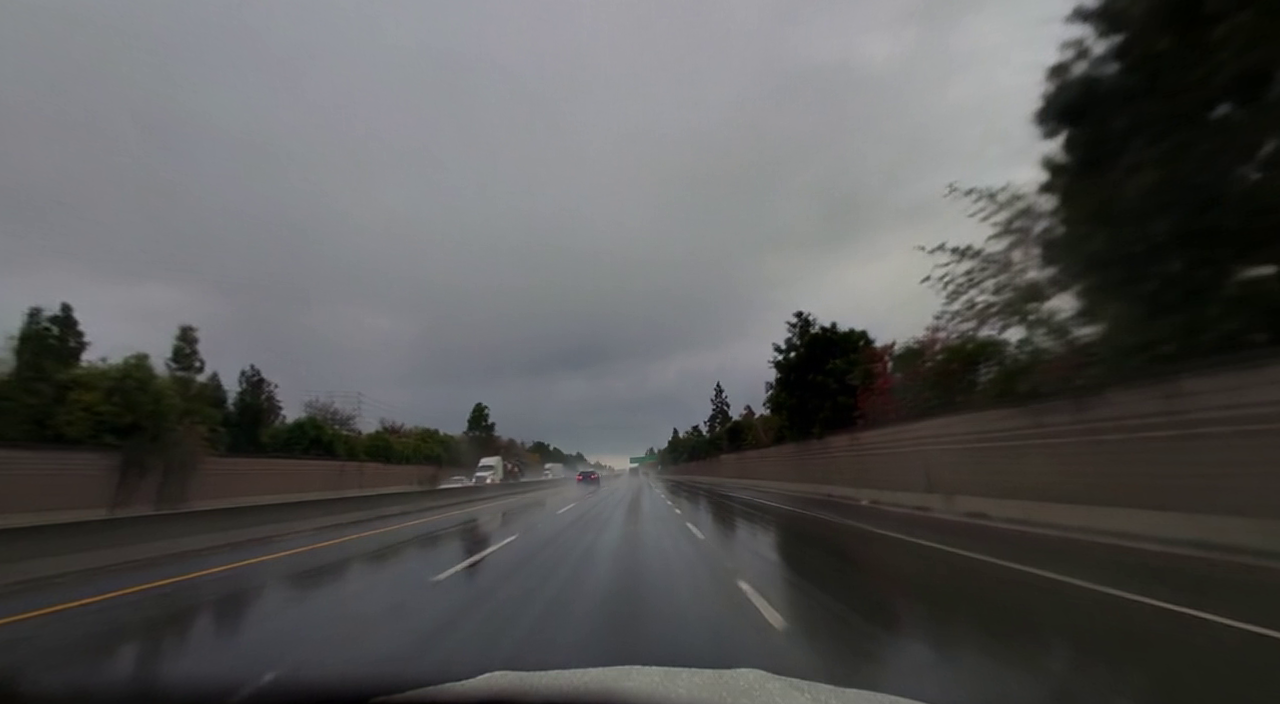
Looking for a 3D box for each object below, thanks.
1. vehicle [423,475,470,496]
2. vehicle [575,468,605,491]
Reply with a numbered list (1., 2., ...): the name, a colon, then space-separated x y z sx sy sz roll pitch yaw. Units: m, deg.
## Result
1. vehicle: -14.851 10.296 48.688 2.025 1.444 4.483 0 -10 2
2. vehicle: -3.582 9.212 45.639 1.863 1.486 3.852 1 -10 -1
